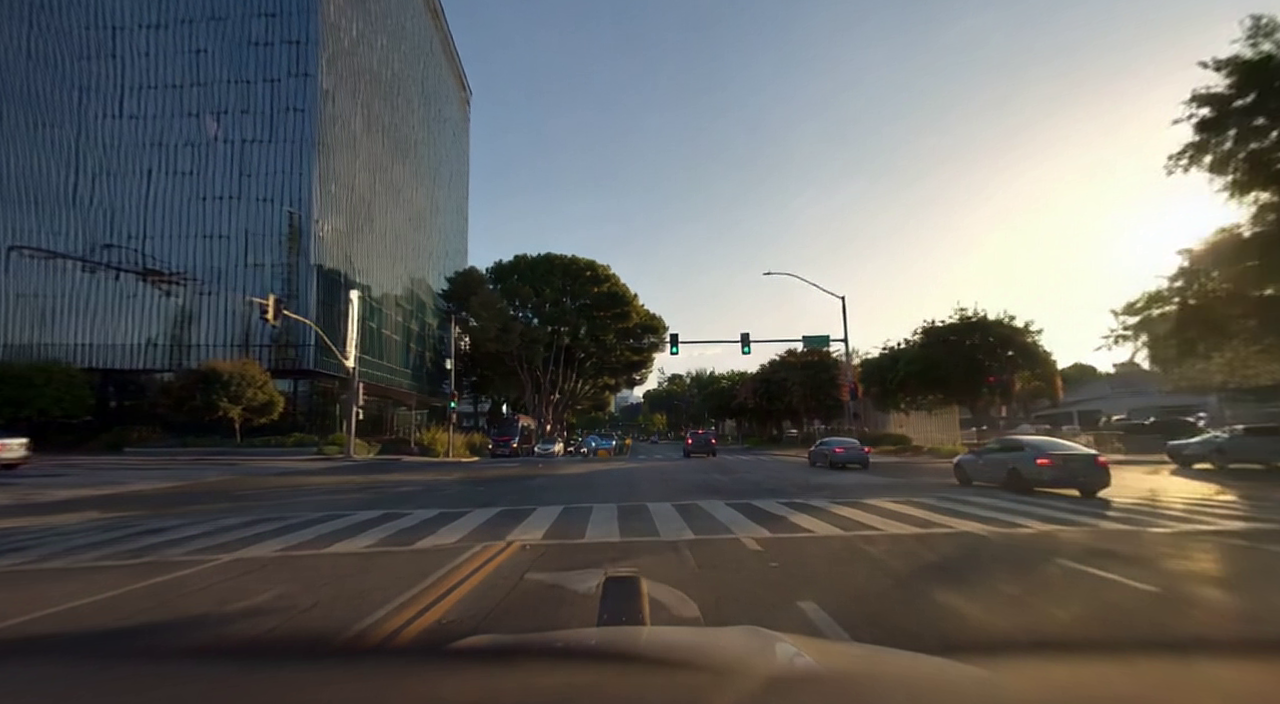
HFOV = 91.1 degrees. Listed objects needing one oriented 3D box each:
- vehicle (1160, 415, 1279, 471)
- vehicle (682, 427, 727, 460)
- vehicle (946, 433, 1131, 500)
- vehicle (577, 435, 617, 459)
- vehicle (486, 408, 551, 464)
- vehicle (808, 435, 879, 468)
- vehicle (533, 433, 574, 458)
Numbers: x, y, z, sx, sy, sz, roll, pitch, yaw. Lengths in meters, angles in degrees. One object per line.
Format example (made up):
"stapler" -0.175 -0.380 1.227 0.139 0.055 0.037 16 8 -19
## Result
"vehicle" 23.941 3.478 23.794 6.170 1.978 2.399 0 -10 0
"vehicle" 3.753 5.446 37.337 2.203 1.801 4.331 0 -8 0
"vehicle" 9.892 2.855 16.092 1.896 1.463 4.296 0 -8 0
"vehicle" -2.746 6.195 41.177 2.147 1.481 4.331 0 -8 2
"vehicle" -9.215 6.339 48.610 3.191 3.314 7.914 -5 -2 0
"vehicle" 9.507 4.671 29.680 1.860 1.460 4.379 0 -8 0
"vehicle" -6.075 6.618 44.471 2.182 1.677 4.384 0 -8 1
